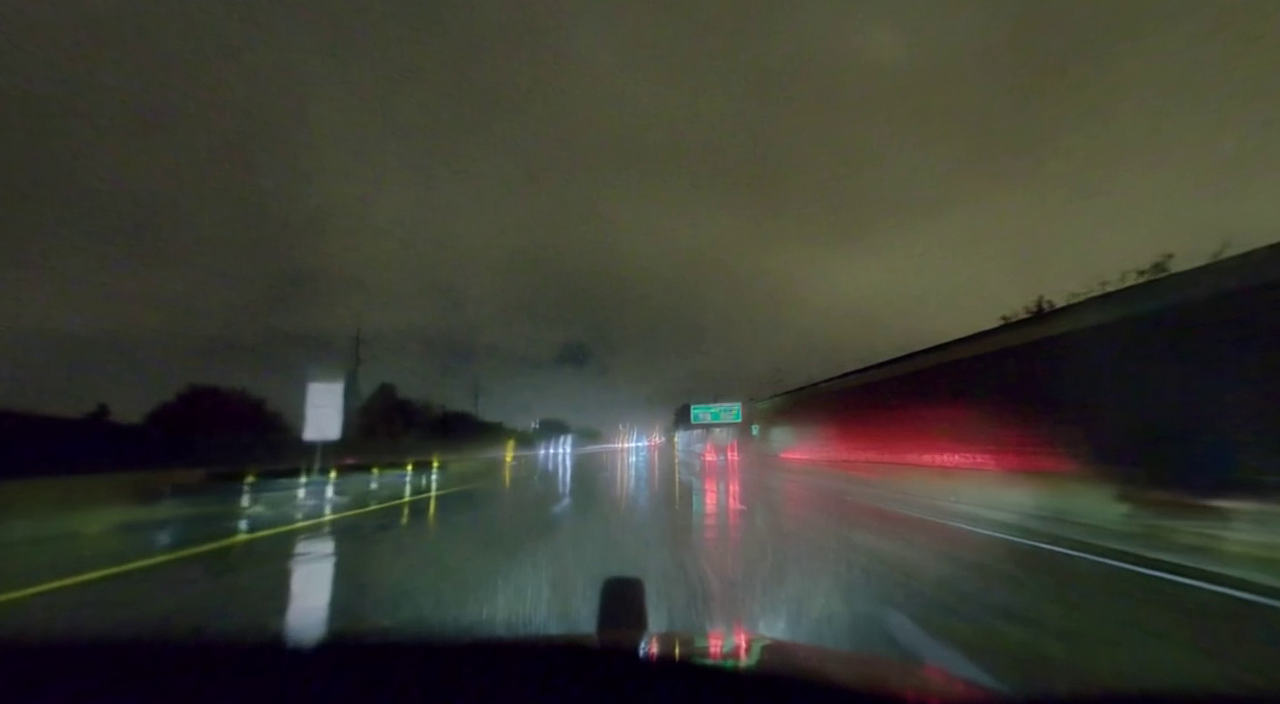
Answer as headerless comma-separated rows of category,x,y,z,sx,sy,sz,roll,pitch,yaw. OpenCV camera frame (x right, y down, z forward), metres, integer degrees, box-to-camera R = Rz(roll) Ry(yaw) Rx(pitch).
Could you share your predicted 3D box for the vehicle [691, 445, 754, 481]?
vehicle,3.592,4.894,28.253,2.193,1.462,4.533,0,-8,0
